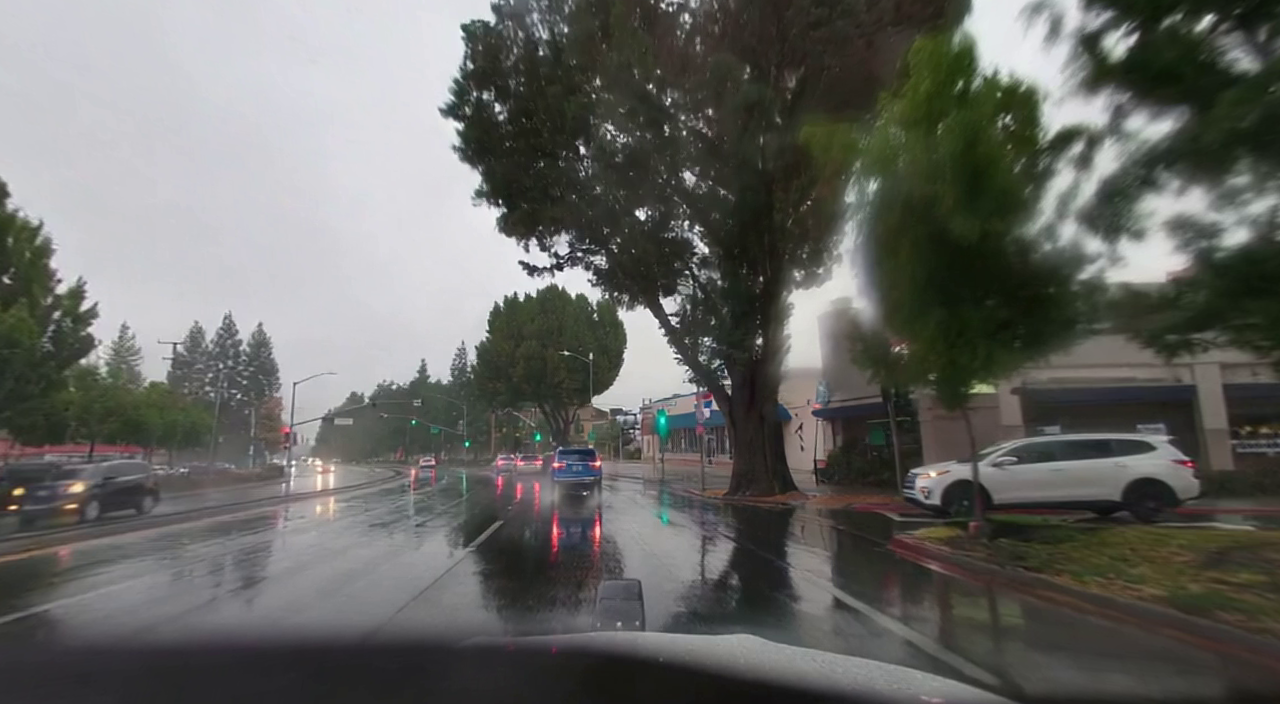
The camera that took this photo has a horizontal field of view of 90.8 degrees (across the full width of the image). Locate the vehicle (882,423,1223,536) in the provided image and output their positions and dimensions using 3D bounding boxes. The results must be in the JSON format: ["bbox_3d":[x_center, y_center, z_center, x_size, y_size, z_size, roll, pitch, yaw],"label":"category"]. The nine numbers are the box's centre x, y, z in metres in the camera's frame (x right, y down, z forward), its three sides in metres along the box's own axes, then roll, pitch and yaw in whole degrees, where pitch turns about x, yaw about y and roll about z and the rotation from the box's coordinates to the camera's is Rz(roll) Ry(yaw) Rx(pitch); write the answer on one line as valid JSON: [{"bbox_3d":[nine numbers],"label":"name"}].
[{"bbox_3d":[7.681,2.367,12.356,5.076,1.761,2.077,-6,-10,33],"label":"vehicle"}]

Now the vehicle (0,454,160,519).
[{"bbox_3d":[-18.649,4.292,20.748,2.421,1.819,4.804,1,-9,-8],"label":"vehicle"}]

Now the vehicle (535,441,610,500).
[{"bbox_3d":[-2.355,3.871,21.089,2.227,1.733,3.930,1,-9,-10],"label":"vehicle"}]
